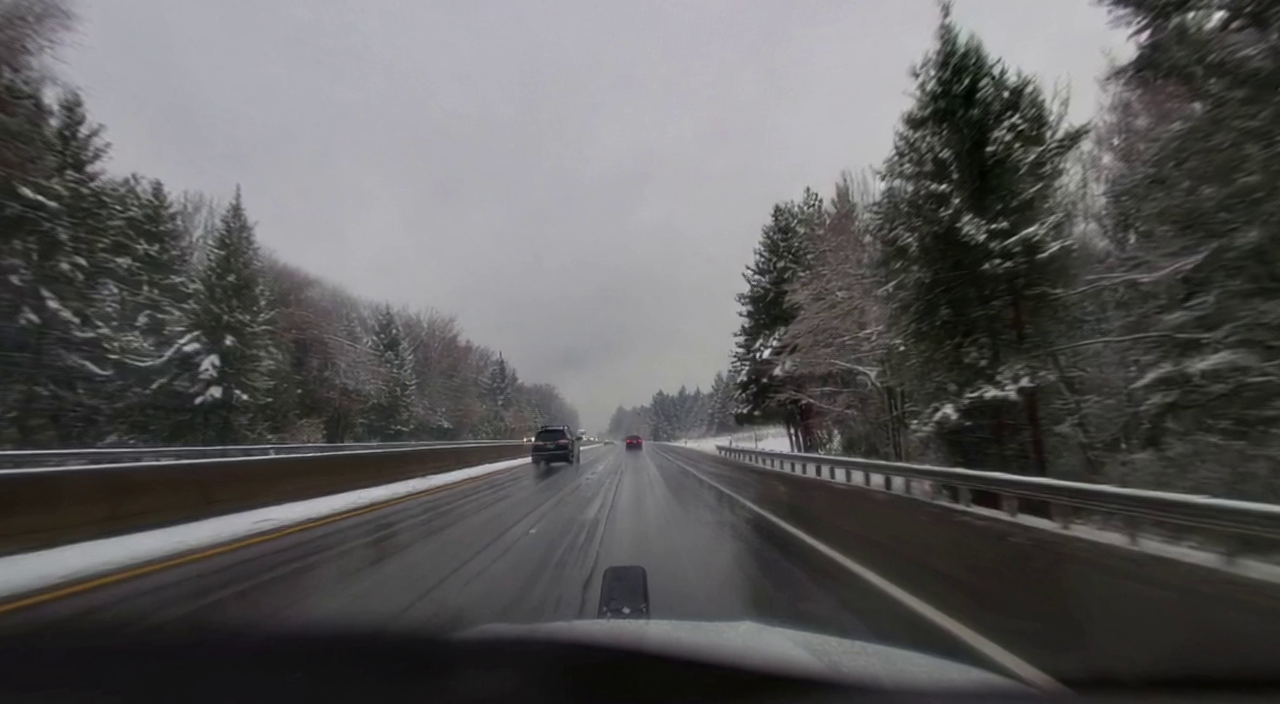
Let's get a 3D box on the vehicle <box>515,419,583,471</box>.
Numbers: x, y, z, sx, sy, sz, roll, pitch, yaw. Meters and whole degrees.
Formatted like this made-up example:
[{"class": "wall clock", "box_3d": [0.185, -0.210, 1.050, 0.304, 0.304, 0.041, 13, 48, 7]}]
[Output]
[{"class": "vehicle", "box_3d": [-3.826, 4.008, 27.313, 2.241, 2.034, 4.890, 0, -8, 0]}]
